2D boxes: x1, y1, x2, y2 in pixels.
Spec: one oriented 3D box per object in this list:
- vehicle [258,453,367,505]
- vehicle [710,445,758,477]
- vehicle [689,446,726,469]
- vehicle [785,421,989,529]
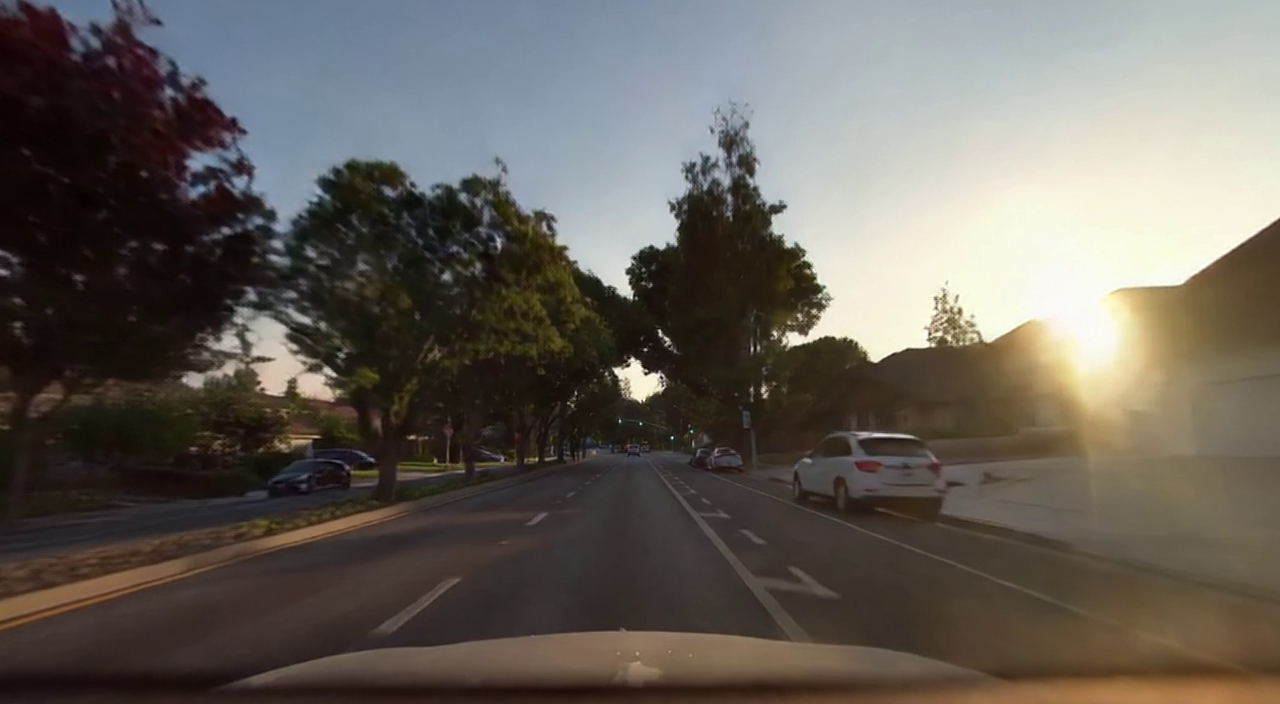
[{"bbox_3d":[-12.342,4.761,24.126,1.939,1.537,4.197,-3,-7,0],"label":"vehicle"},{"bbox_3d":[4.770,5.587,32.646,1.875,1.540,3.402,0,-8,-1],"label":"vehicle"},{"bbox_3d":[4.654,7.346,44.104,2.065,1.463,4.814,-1,-8,1],"label":"vehicle"},{"bbox_3d":[4.728,2.434,13.102,2.180,1.782,4.790,0,-8,-1],"label":"vehicle"}]
